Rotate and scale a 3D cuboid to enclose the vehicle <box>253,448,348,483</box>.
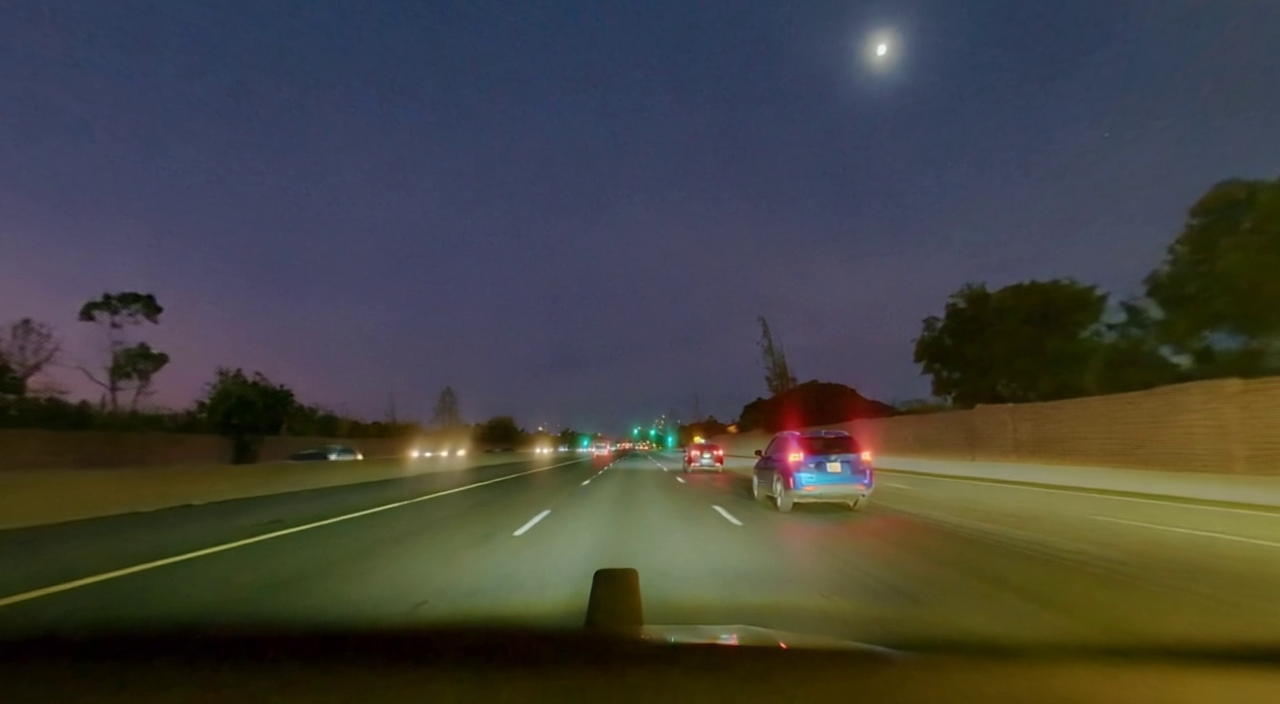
[{"bbox_3d":[-16.143,5.411,30.453,1.859,1.496,4.829,0,-8,0],"label":"vehicle"}]

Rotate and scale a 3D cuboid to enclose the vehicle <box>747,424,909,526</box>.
[{"bbox_3d":[3.528,2.378,12.805,1.910,1.696,4.187,0,-8,-1],"label":"vehicle"}]

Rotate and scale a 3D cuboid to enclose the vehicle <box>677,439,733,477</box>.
[{"bbox_3d":[2.982,4.986,30.016,2.045,1.688,4.313,0,-8,-2],"label":"vehicle"}]
